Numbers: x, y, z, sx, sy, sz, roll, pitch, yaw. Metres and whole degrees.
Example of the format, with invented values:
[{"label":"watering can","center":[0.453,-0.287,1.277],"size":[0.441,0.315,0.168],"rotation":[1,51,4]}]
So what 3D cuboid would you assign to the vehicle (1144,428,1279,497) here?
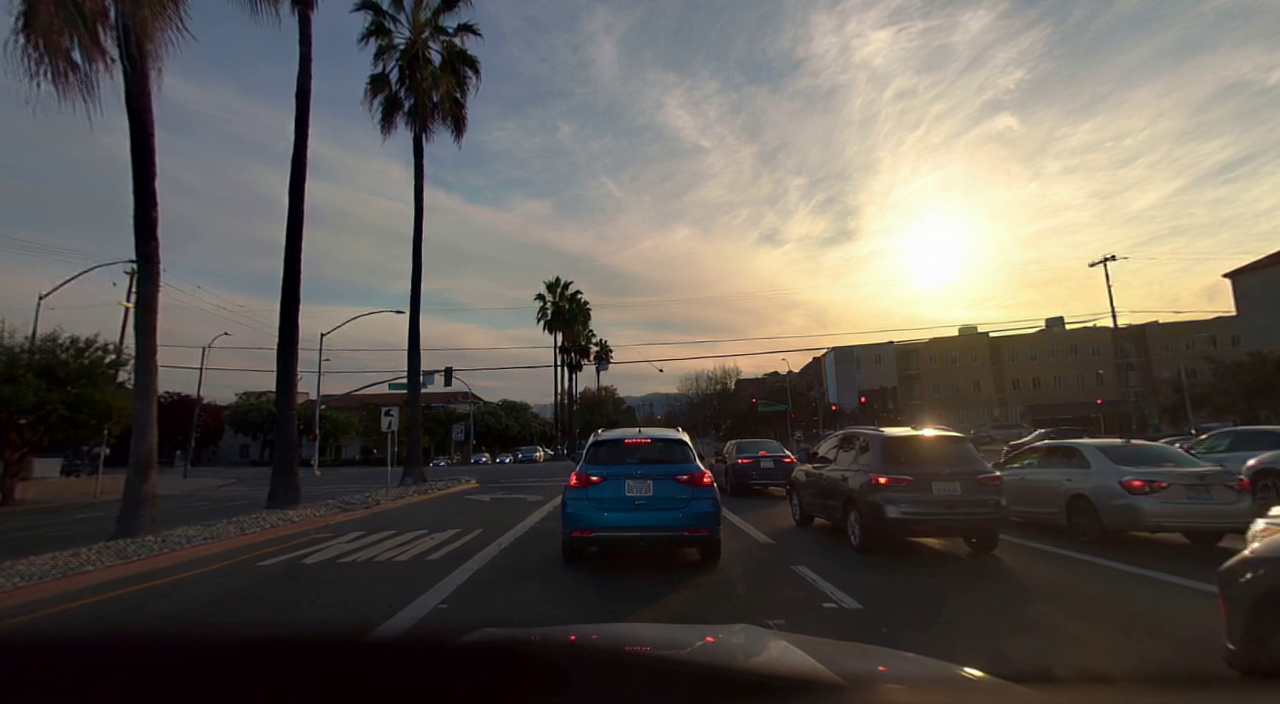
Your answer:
[{"label":"vehicle","center":[18.062,3.202,18.476],"size":[4.786,1.848,2.107],"rotation":[0,-9,-1]}]

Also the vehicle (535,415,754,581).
[{"label":"vehicle","center":[0.041,1.705,8.121],"size":[2.083,1.572,4.021],"rotation":[0,-9,0]}]

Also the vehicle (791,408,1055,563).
[{"label":"vehicle","center":[3.680,1.818,9.233],"size":[1.947,1.725,4.159],"rotation":[0,-9,1]}]

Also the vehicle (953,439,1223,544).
[{"label":"vehicle","center":[7.378,2.295,11.032],"size":[1.832,1.477,3.981],"rotation":[0,-9,1]}]
